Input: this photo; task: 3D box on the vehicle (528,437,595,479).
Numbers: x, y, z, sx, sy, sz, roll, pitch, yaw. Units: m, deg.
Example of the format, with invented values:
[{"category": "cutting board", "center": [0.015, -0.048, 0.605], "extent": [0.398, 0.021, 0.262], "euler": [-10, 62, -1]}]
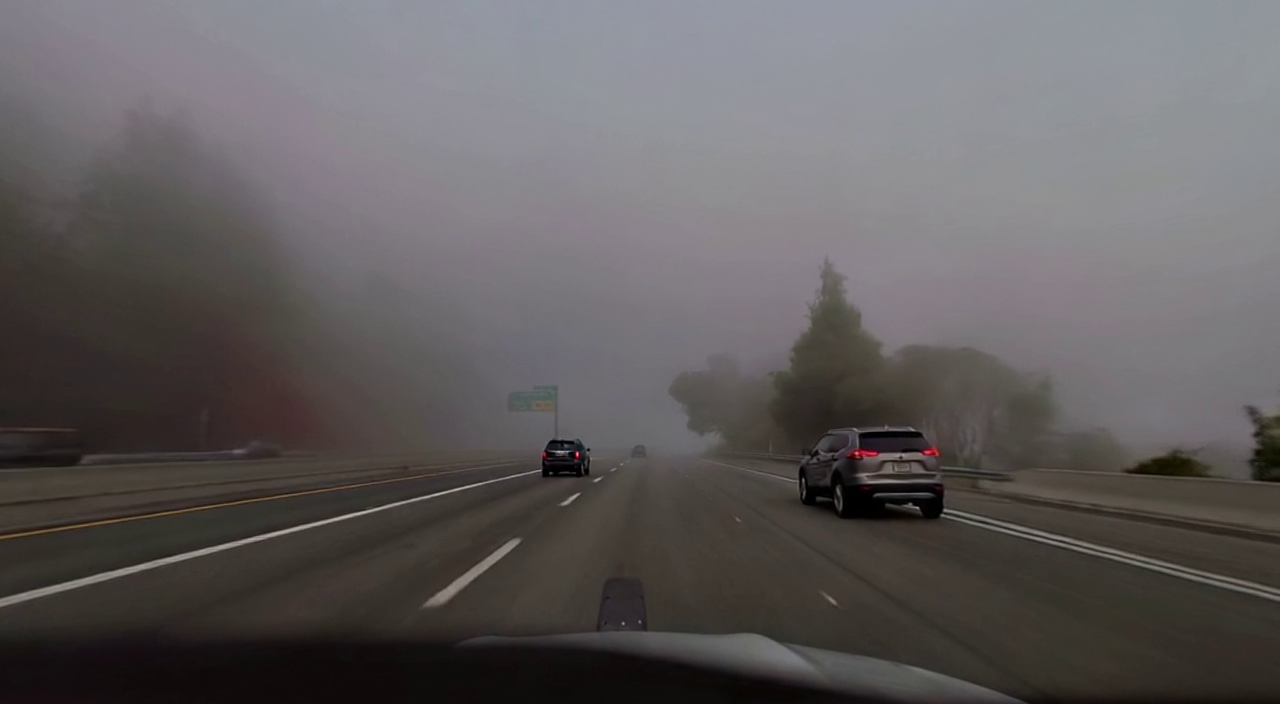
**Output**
[{"category": "vehicle", "center": [-3.189, 4.398, 26.390], "extent": [2.166, 1.608, 4.297], "euler": [0, -8, 2]}]

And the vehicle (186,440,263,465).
[{"category": "vehicle", "center": [-27.710, 6.717, 42.070], "extent": [1.883, 1.586, 4.599], "euler": [-1, -8, 2]}]

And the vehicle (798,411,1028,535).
[{"category": "vehicle", "center": [4.577, 2.102, 11.506], "extent": [2.149, 1.796, 4.487], "euler": [0, -8, 0]}]
